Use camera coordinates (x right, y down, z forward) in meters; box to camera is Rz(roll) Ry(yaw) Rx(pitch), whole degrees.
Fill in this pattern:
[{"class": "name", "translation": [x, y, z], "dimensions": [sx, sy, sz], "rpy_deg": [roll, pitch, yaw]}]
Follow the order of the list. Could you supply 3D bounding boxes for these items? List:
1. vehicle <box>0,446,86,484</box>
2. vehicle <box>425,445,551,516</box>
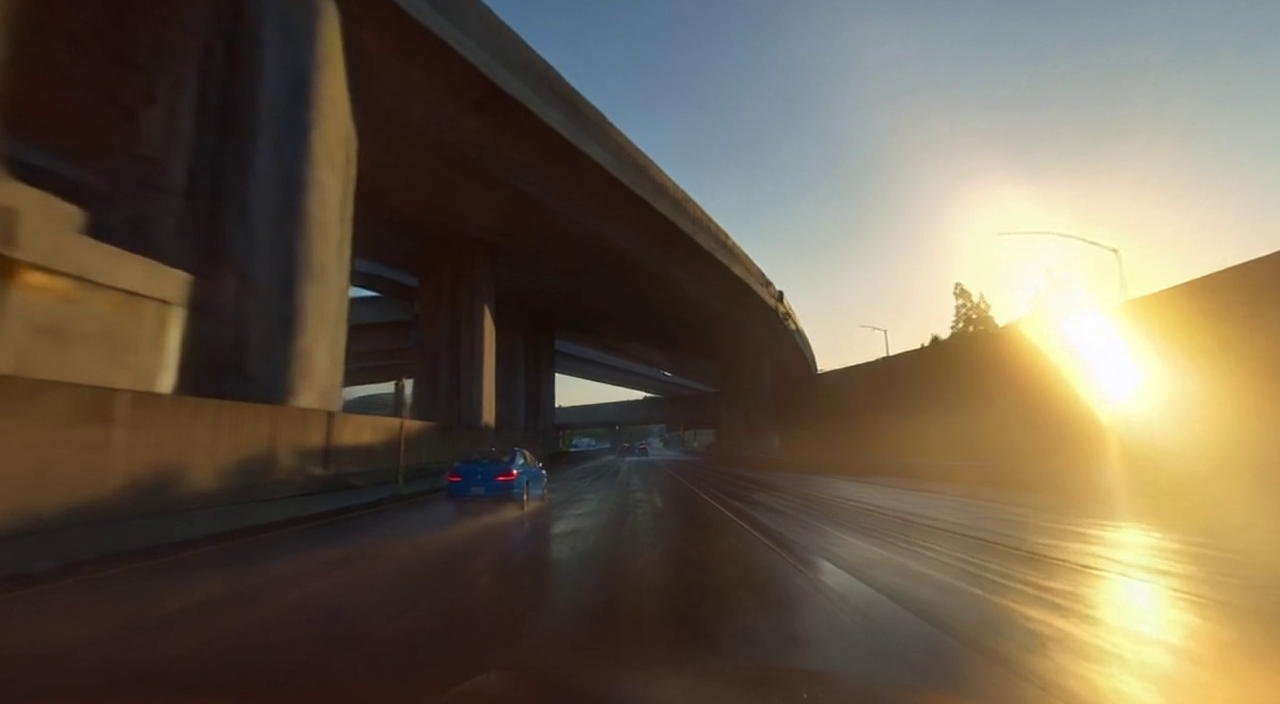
[{"class": "vehicle", "translation": [-26.197, 4.721, 26.532], "dimensions": [1.819, 1.471, 4.226], "rpy_deg": [0, -9, 0]}, {"class": "vehicle", "translation": [-3.521, 3.056, 15.502], "dimensions": [2.044, 1.478, 4.114], "rpy_deg": [0, -9, 0]}]
